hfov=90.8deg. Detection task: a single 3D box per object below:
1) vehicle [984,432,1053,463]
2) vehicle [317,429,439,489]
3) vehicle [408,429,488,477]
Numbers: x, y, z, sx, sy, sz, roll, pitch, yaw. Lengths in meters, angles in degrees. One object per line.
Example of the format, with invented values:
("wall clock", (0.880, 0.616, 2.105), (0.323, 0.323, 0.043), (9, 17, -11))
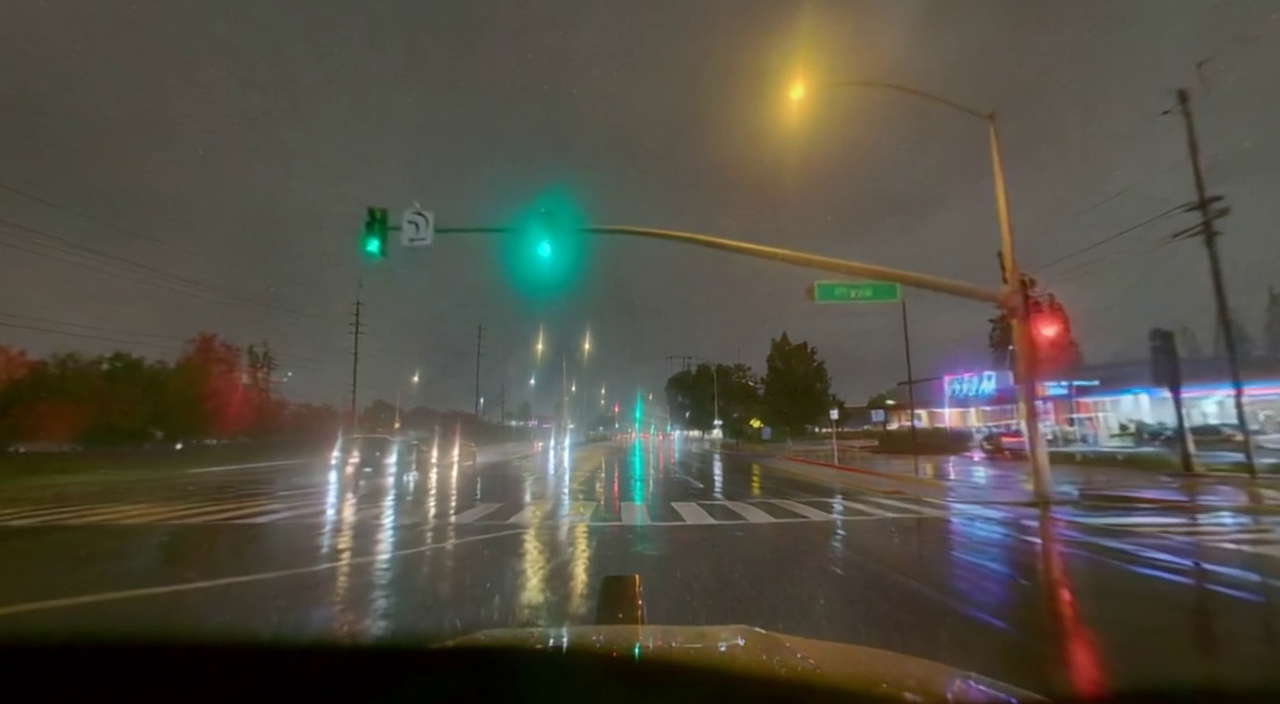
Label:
("vehicle", (20.235, 5.075, 33.690), (2.094, 1.488, 4.433), (-8, -11, 43))
("vehicle", (-8.484, 3.479, 21.068), (1.946, 1.710, 5.044), (-1, -8, 0))
("vehicle", (-8.364, 4.414, 28.032), (2.037, 1.799, 4.928), (-3, -7, 0))
